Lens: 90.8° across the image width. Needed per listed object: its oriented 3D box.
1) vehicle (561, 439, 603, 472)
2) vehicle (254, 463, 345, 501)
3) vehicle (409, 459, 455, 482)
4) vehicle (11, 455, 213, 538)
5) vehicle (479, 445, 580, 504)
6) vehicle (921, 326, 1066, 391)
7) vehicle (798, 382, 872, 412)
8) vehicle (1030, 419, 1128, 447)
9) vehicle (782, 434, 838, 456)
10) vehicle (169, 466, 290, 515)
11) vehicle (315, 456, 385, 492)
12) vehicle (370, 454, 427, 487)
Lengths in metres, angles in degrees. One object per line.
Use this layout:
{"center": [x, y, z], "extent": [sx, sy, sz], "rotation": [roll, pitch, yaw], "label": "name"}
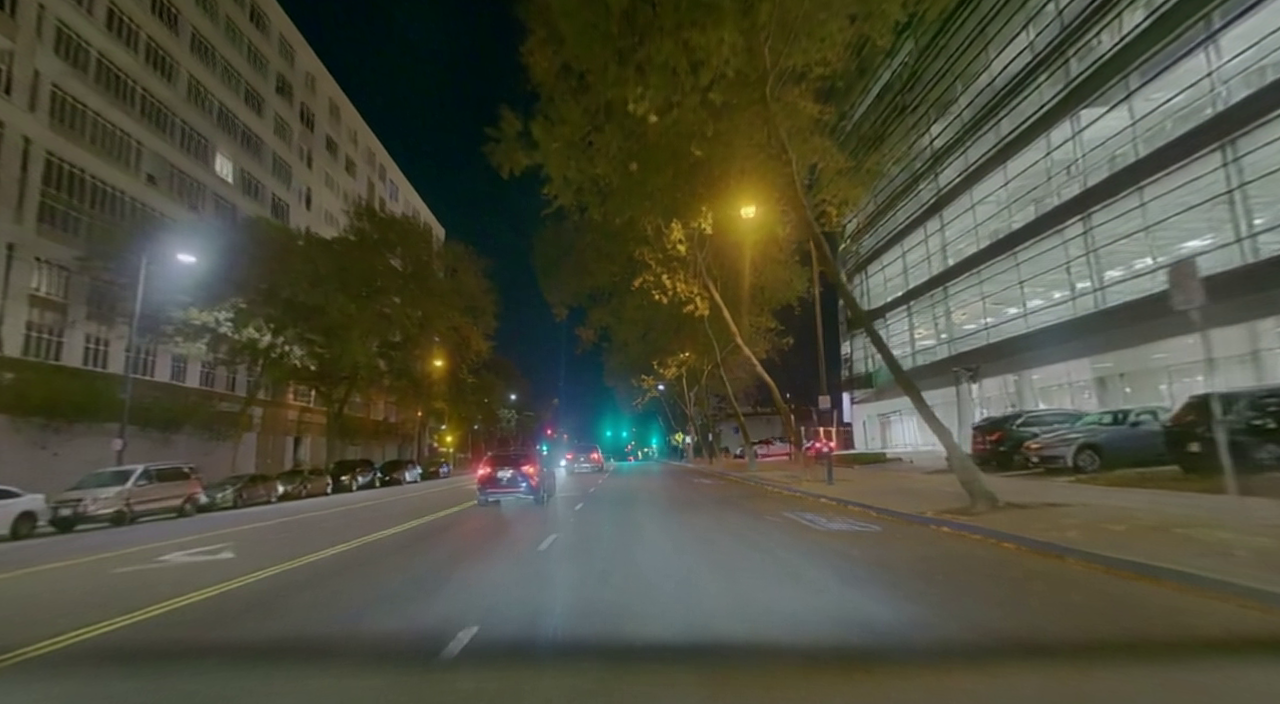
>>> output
{"center": [-3.452, 6.288, 38.558], "extent": [2.190, 1.840, 4.720], "rotation": [0, -8, -1], "label": "vehicle"}
{"center": [-15.953, 6.100, 29.941], "extent": [1.871, 1.485, 4.573], "rotation": [0, -8, -2], "label": "vehicle"}
{"center": [-16.012, 9.125, 48.846], "extent": [2.021, 1.438, 4.616], "rotation": [-3, -8, 0], "label": "vehicle"}
{"center": [-15.650, 4.227, 19.222], "extent": [2.129, 1.967, 4.907], "rotation": [-4, -9, -3], "label": "vehicle"}
{"center": [-2.937, 3.349, 17.795], "extent": [2.051, 1.454, 4.132], "rotation": [0, -8, 1], "label": "vehicle"}
{"center": [12.380, 0.273, 22.353], "extent": [3.932, 1.743, 1.695], "rotation": [-5, -8, 3], "label": "vehicle"}
{"center": [11.666, 2.730, 38.042], "extent": [3.827, 1.556, 1.730], "rotation": [-1, -9, -1], "label": "vehicle"}
{"center": [25.473, 4.708, 36.758], "extent": [4.215, 1.545, 1.897], "rotation": [0, -8, 0], "label": "vehicle"}
{"center": [12.418, 6.806, 46.211], "extent": [3.527, 1.496, 1.836], "rotation": [0, -8, -4], "label": "vehicle"}
{"center": [-15.767, 5.308, 24.599], "extent": [1.942, 1.431, 4.553], "rotation": [-5, -9, -4], "label": "vehicle"}
{"center": [-16.230, 6.811, 35.615], "extent": [1.897, 1.805, 4.538], "rotation": [0, -8, -3], "label": "vehicle"}
{"center": [-16.321, 7.959, 42.888], "extent": [2.079, 1.847, 4.592], "rotation": [-5, -8, -1], "label": "vehicle"}
